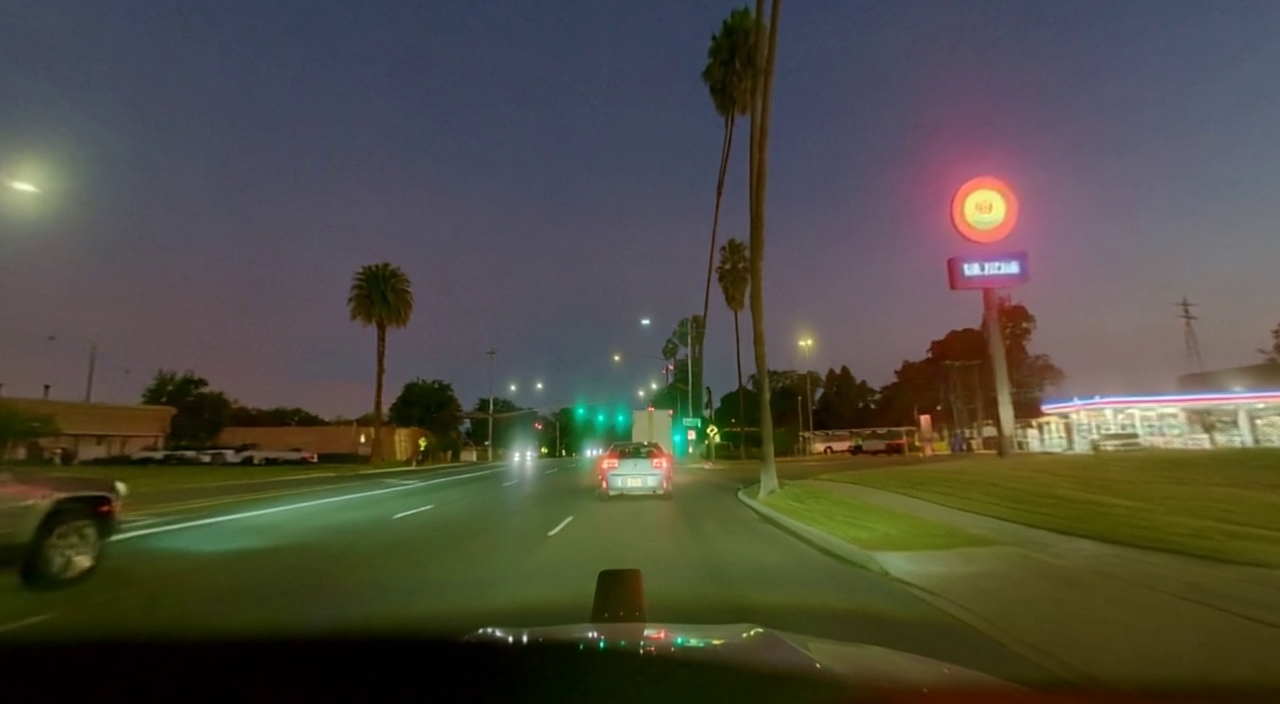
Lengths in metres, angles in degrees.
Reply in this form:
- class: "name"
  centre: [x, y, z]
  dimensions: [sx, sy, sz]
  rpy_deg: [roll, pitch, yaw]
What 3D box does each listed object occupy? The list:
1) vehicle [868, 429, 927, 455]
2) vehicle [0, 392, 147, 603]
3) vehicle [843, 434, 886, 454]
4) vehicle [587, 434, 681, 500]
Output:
- class: "vehicle"
  centre: [17.398, 6.139, 42.610]
  dimensions: [2.009, 1.630, 4.436]
  rpy_deg: [0, -9, -2]
- class: "vehicle"
  centre: [-6.287, 1.064, 4.346]
  dimensions: [2.057, 1.705, 4.394]
  rpy_deg: [0, -9, 1]
- class: "vehicle"
  centre: [17.225, 7.116, 48.391]
  dimensions: [1.902, 1.502, 4.395]
  rpy_deg: [0, -9, 3]
- class: "vehicle"
  centre: [-0.095, 2.974, 16.656]
  dimensions: [2.145, 1.483, 4.453]
  rpy_deg: [0, -9, 1]
